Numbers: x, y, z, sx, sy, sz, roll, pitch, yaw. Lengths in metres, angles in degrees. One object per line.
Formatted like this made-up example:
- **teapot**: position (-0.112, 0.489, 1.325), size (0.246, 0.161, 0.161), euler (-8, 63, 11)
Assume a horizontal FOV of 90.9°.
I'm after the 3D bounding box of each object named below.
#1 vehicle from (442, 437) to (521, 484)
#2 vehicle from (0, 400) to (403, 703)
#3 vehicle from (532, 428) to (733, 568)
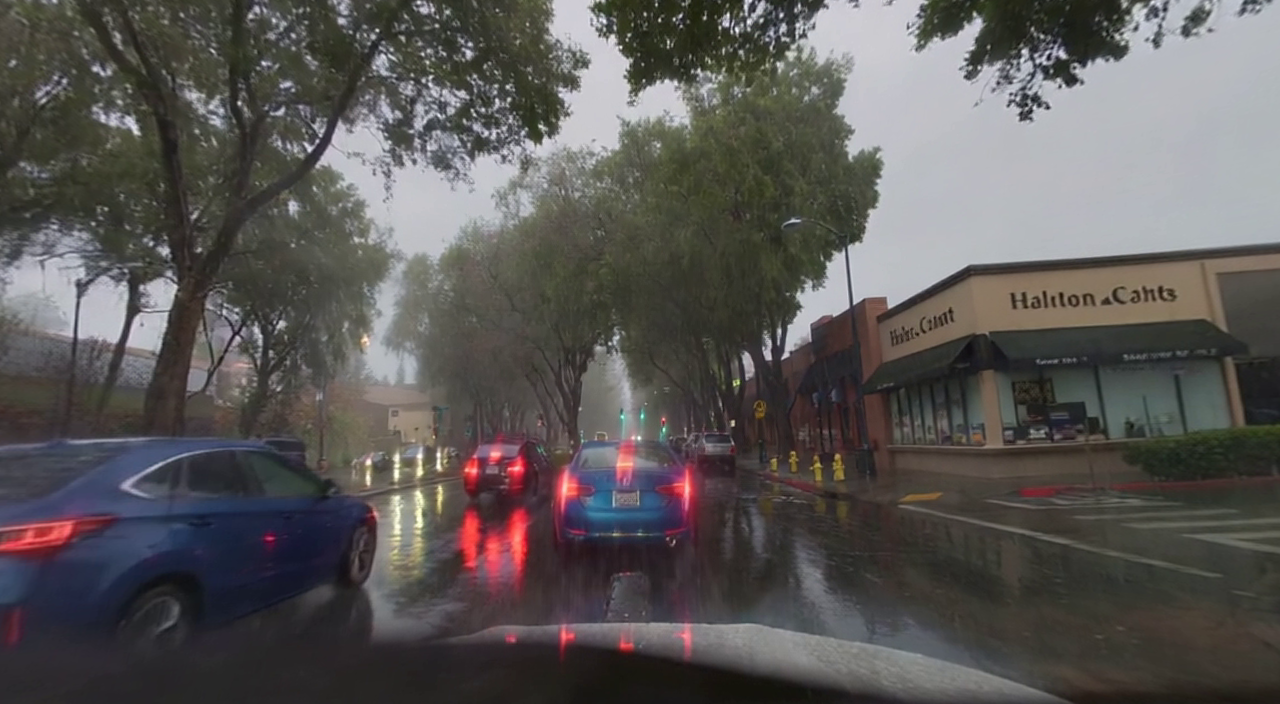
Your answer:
- **vehicle**: position (-6.186, 4.266, 25.167), size (2.095, 1.682, 4.371), euler (0, -9, -1)
- **vehicle**: position (-3.448, 1.228, 4.445), size (1.905, 1.473, 4.016), euler (0, -9, 1)
- **vehicle**: position (-0.087, 1.883, 8.863), size (2.160, 1.482, 4.037), euler (0, -9, 0)
